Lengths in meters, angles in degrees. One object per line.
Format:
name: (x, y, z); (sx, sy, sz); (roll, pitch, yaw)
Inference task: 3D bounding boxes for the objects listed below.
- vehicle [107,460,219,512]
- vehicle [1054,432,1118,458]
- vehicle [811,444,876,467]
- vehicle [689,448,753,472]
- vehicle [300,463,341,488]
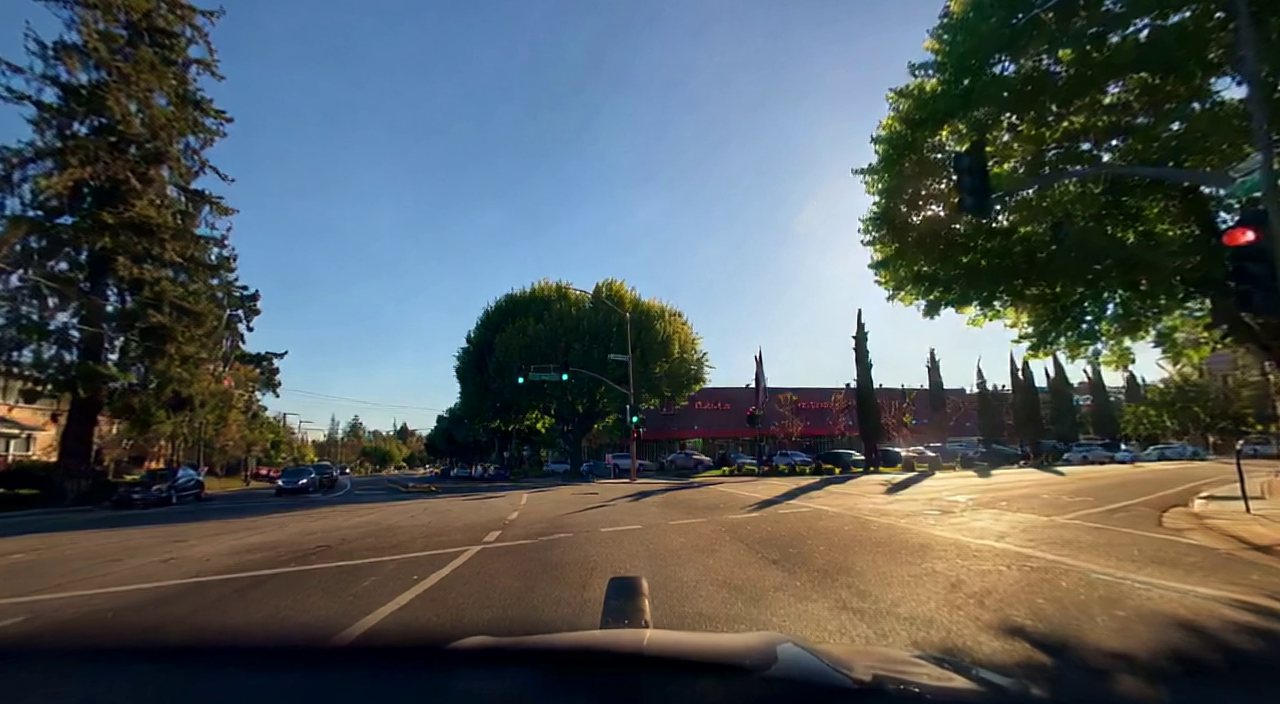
vehicle: (-19.527, 5.435, 26.104); (2.124, 1.793, 4.709); (3, -9, -17)
vehicle: (32.987, 6.868, 46.550); (4.781, 1.849, 2.355); (6, -11, -36)
vehicle: (15.381, 7.797, 47.639); (4.530, 1.696, 1.979); (4, -10, -26)
vehicle: (6.130, 8.155, 47.877); (4.375, 1.685, 2.045); (4, -9, -24)
vehicle: (-22.273, 8.601, 44.134); (1.961, 1.492, 4.702); (3, -9, -20)
